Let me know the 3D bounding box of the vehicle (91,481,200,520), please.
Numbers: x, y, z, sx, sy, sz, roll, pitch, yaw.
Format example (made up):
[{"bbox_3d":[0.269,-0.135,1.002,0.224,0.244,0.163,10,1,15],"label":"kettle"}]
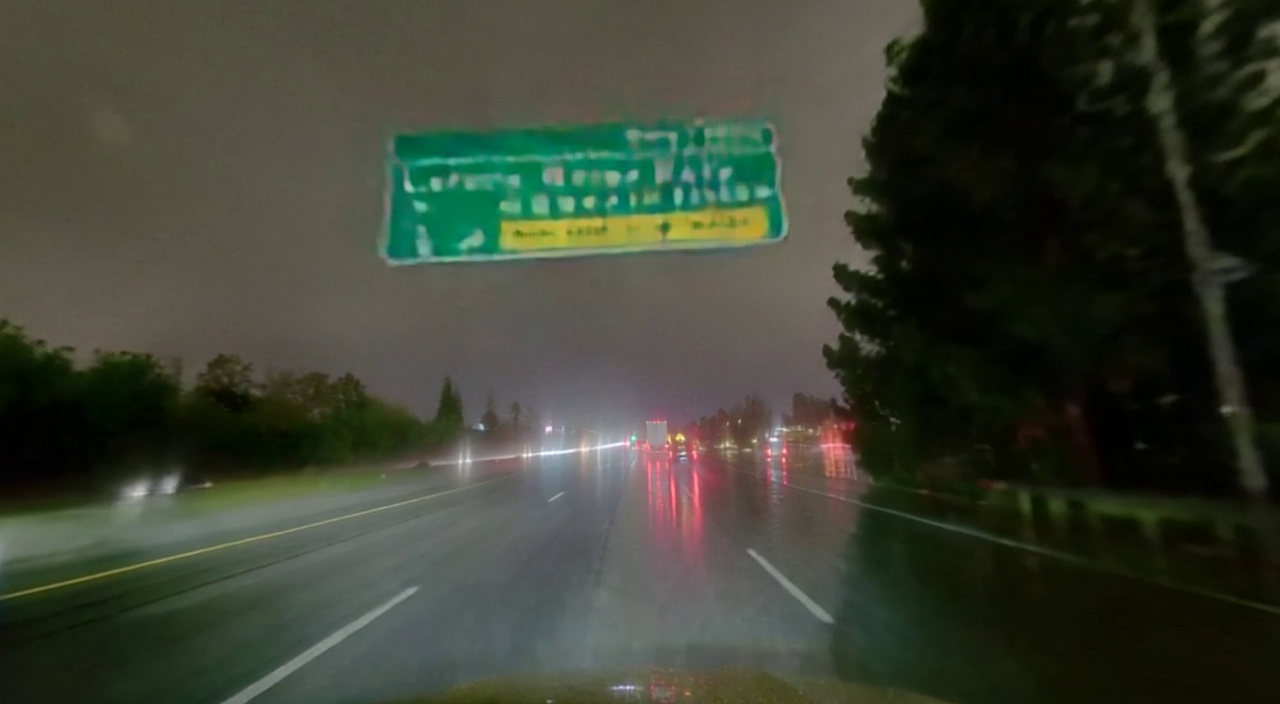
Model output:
[{"bbox_3d":[-29.946,8.993,38.527,2.269,1.779,5.254,1,-8,1],"label":"vehicle"}]

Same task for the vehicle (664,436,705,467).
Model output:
[{"bbox_3d":[2.635,6.103,38.854,2.065,1.760,4.488,0,-8,-2],"label":"vehicle"}]
